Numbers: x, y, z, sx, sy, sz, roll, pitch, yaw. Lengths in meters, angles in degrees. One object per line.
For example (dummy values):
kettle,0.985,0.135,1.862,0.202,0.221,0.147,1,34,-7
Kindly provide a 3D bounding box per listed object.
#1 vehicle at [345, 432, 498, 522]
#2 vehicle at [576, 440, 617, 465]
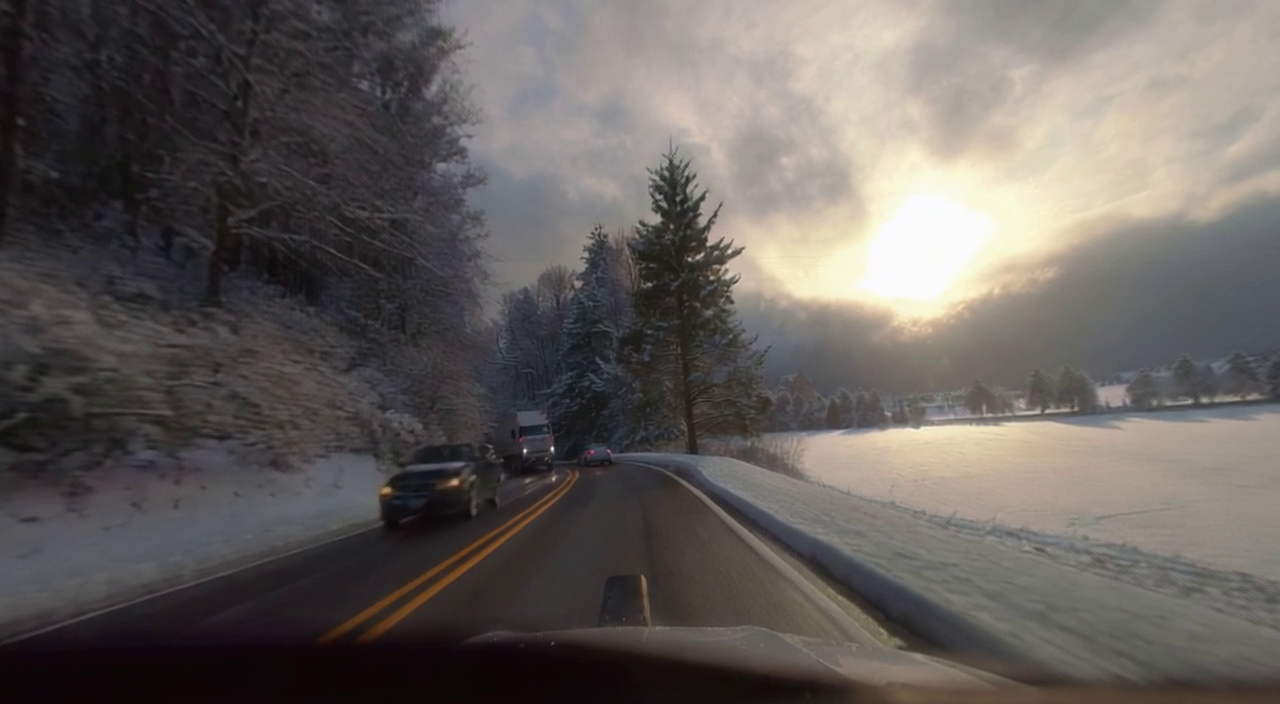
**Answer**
vehicle,-5.138,2.976,15.701,2.319,1.864,4.569,0,-8,-2
vehicle,-2.908,6.560,41.349,2.120,1.491,4.349,1,-8,-11
